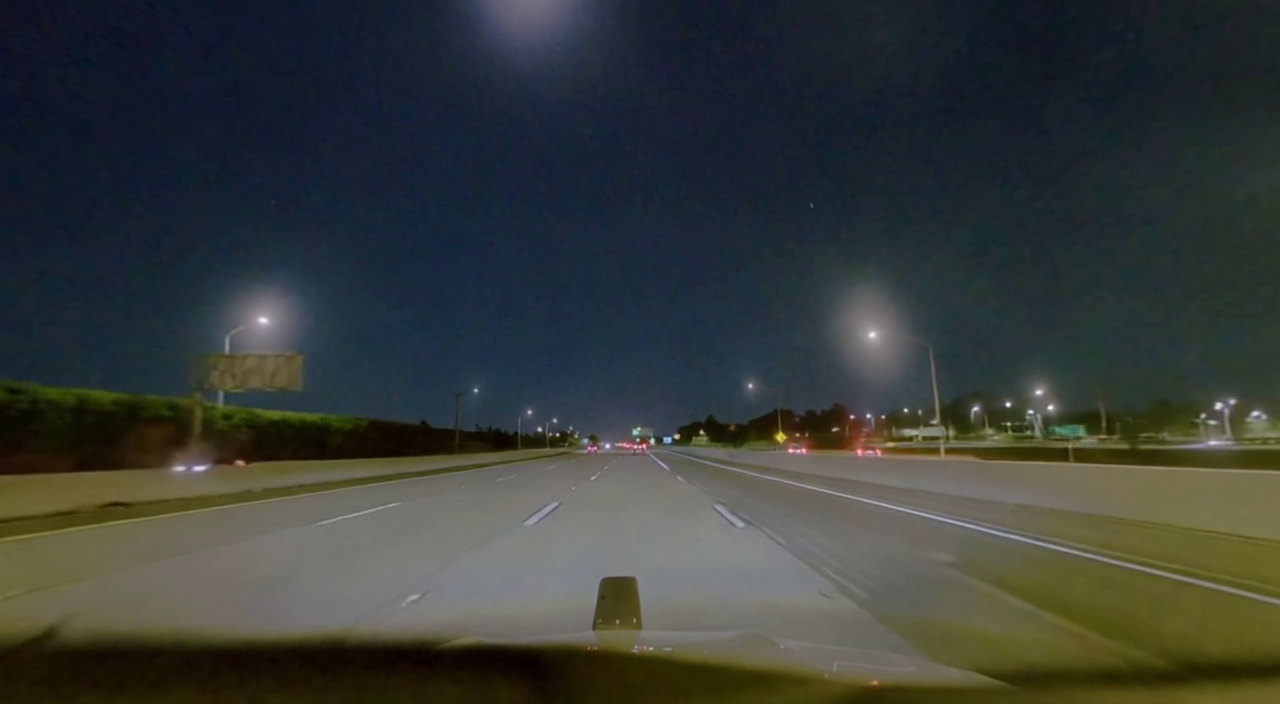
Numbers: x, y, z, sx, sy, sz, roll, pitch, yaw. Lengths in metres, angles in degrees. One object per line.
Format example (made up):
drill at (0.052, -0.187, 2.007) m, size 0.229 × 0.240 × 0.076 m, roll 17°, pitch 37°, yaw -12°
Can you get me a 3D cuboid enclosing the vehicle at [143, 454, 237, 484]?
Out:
vehicle at (-25.071, 6.507, 35.422) m, size 1.833 × 1.487 × 4.643 m, roll 0°, pitch -8°, yaw 0°
